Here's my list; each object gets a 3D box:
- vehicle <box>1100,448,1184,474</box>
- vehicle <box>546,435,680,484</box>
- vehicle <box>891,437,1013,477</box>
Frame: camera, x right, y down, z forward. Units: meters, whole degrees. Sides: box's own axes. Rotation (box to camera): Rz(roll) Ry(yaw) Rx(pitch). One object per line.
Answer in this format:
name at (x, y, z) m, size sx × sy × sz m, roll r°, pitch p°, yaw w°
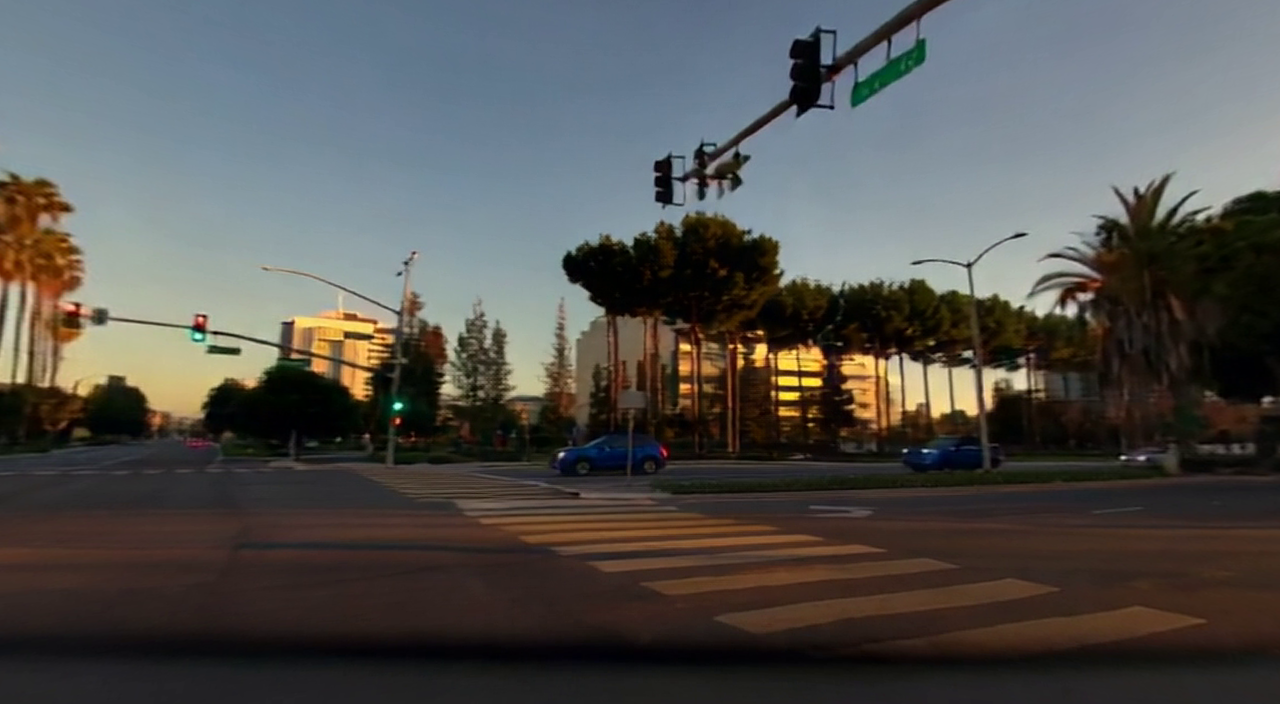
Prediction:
vehicle at (31.194, 6.750, 39.030) m, size 4.763 × 1.490 × 1.915 m, roll 3°, pitch -9°, yaw -23°
vehicle at (-1.036, 4.150, 24.530) m, size 4.820 × 1.751 × 2.050 m, roll 4°, pitch -9°, yaw -25°
vehicle at (16.120, 5.385, 32.441) m, size 5.841 × 1.890 × 2.273 m, roll 4°, pitch -9°, yaw -23°
